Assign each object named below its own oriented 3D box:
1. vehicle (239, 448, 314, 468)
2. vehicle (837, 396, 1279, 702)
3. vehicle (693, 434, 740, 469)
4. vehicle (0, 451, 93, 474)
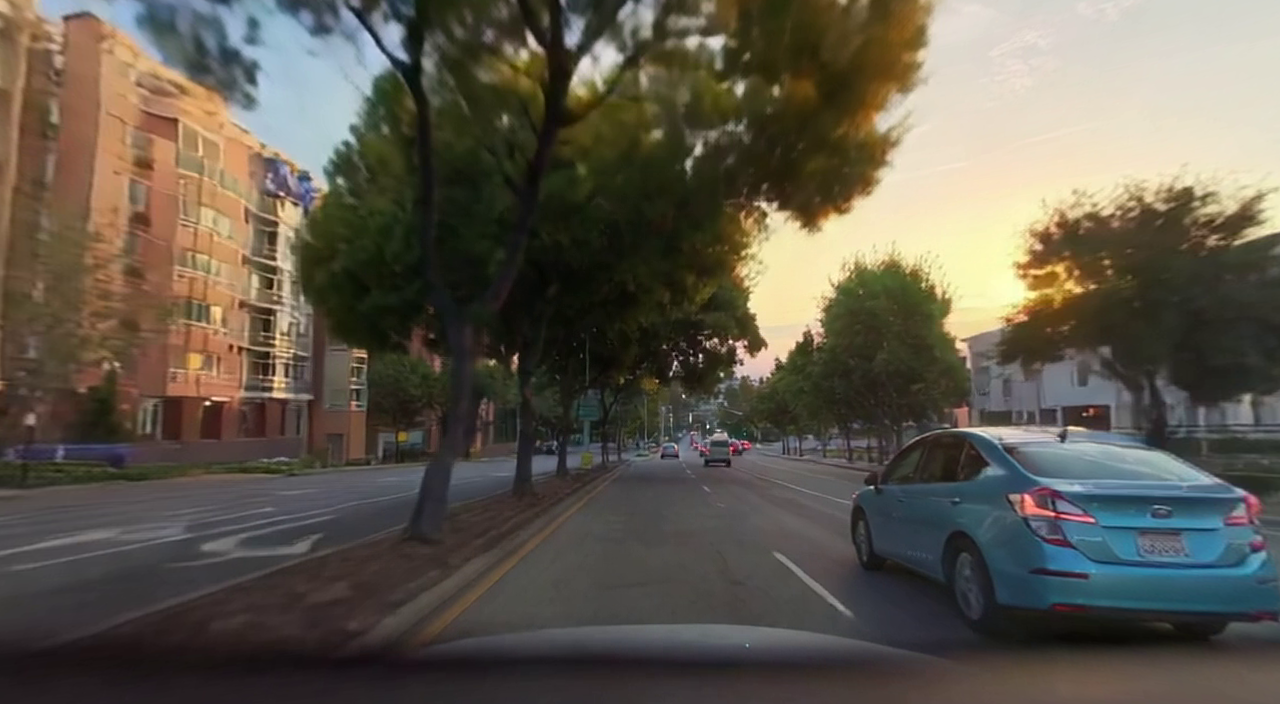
[{"bbox_3d":[-26.364,7.666,45.776,4.384,1.416,1.969,-1,-8,8],"label":"vehicle"},{"bbox_3d":[3.284,1.349,5.446,1.901,1.634,3.952,0,-8,1],"label":"vehicle"},{"bbox_3d":[4.276,5.668,35.976,2.154,1.844,4.634,0,-8,1],"label":"vehicle"},{"bbox_3d":[-40.635,7.499,43.070,1.787,1.443,4.737,-2,-8,10],"label":"vehicle"}]
